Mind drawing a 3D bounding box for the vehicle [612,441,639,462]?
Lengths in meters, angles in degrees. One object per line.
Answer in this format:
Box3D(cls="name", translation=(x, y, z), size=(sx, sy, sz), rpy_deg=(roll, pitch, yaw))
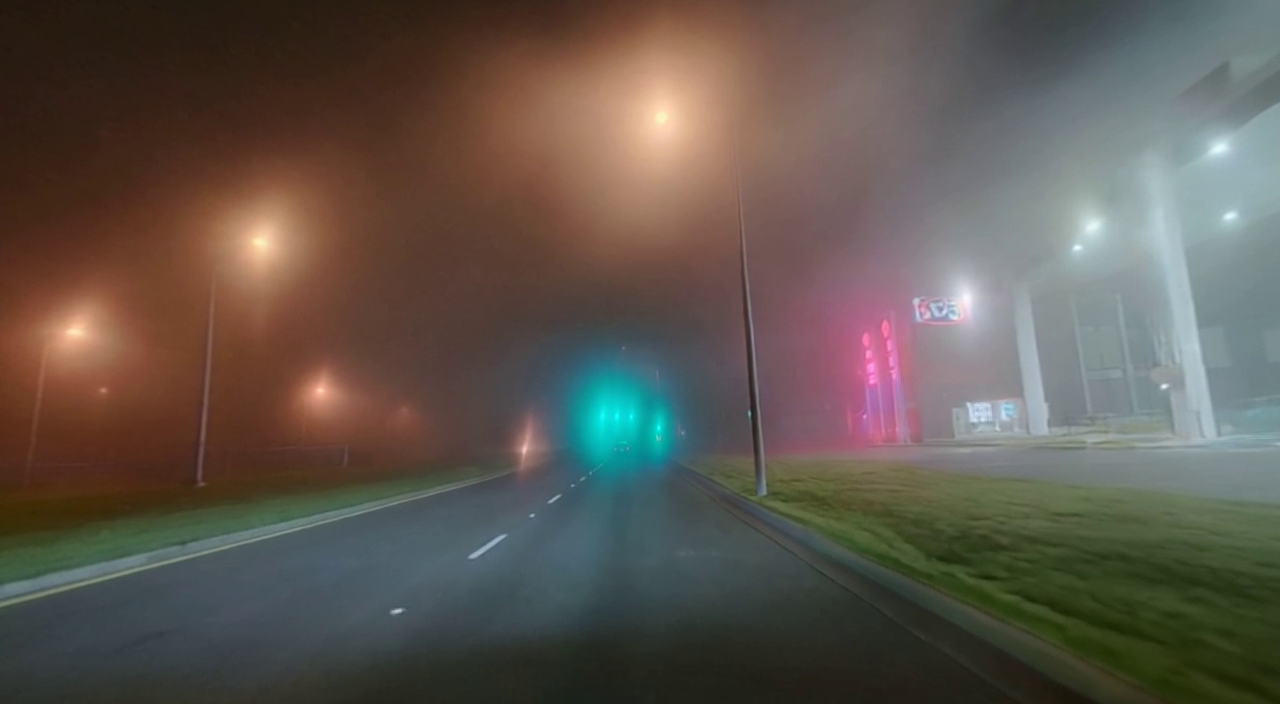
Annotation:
Box3D(cls="vehicle", translation=(-1.121, 7.818, 49.625), size=(2.050, 1.509, 4.148), rpy_deg=(0, -8, -1))
